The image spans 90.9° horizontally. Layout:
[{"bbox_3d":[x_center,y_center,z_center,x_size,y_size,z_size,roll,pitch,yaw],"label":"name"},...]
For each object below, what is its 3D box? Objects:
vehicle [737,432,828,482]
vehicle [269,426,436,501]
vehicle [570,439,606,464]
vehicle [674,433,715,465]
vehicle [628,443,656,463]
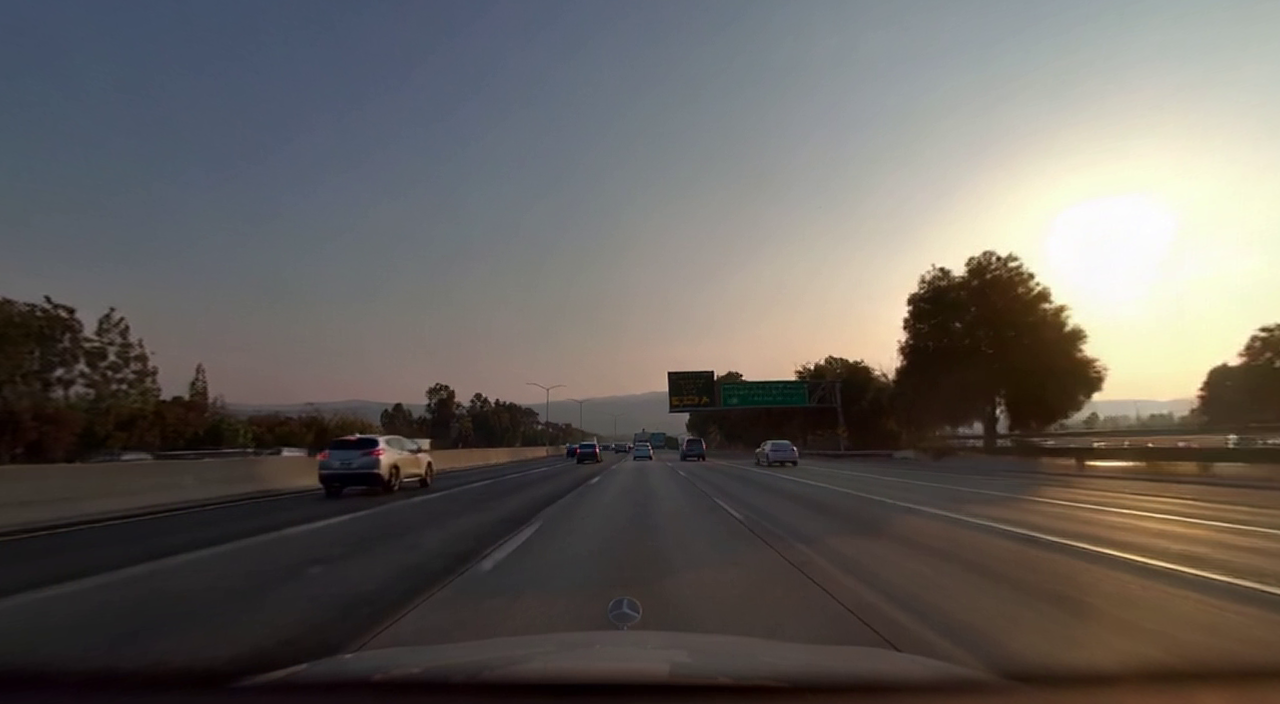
[{"bbox_3d":[5.218,3.916,23.790,2.196,1.659,4.451,0,-8,-2],"label":"vehicle"},{"bbox_3d":[-7.878,3.104,18.042,2.199,1.781,5.271,-1,-8,1],"label":"vehicle"},{"bbox_3d":[-3.798,7.365,46.896,2.118,1.750,4.875,-1,-8,1],"label":"vehicle"},{"bbox_3d":[3.664,6.713,43.796,2.348,1.991,5.460,0,-8,0],"label":"vehicle"},{"bbox_3d":[0.160,7.601,47.647,2.050,1.452,3.917,0,-8,0],"label":"vehicle"}]
